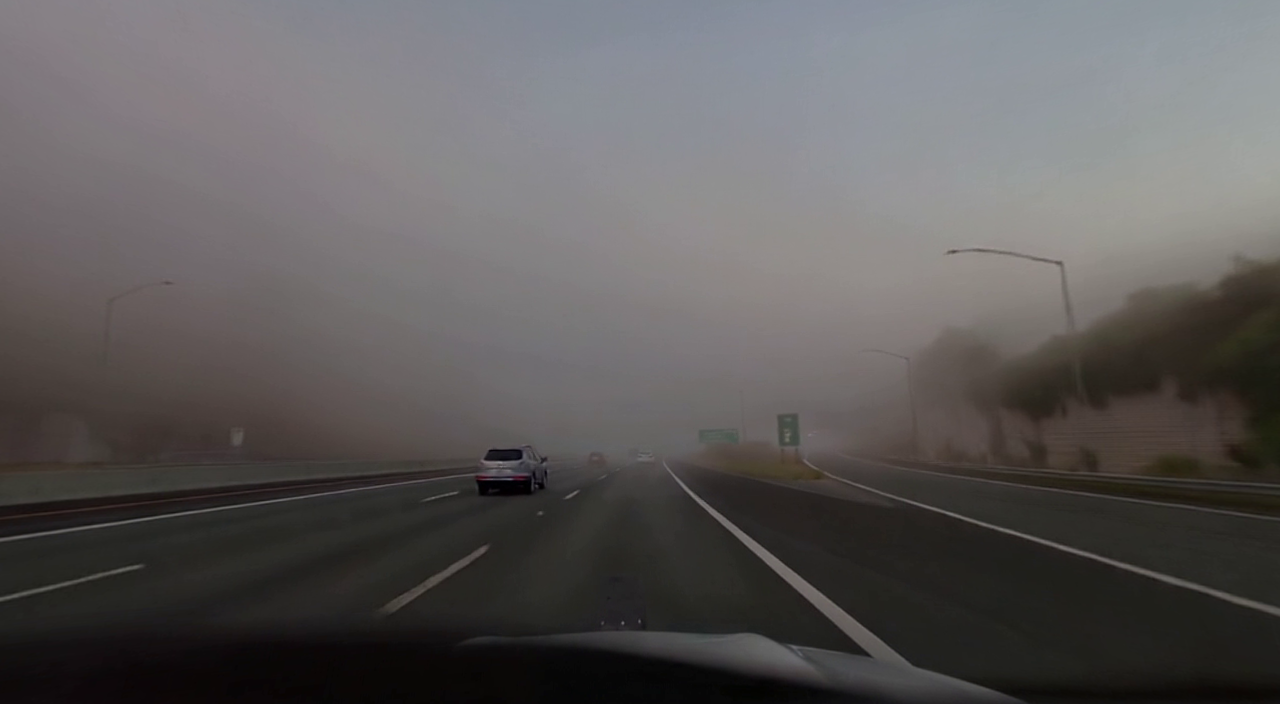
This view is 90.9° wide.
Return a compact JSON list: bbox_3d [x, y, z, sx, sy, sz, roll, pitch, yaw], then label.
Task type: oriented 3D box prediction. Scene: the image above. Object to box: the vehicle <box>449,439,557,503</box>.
[{"bbox_3d":[-3.952,3.533,19.052,2.263,1.696,4.321,0,-9,0],"label":"vehicle"}]
